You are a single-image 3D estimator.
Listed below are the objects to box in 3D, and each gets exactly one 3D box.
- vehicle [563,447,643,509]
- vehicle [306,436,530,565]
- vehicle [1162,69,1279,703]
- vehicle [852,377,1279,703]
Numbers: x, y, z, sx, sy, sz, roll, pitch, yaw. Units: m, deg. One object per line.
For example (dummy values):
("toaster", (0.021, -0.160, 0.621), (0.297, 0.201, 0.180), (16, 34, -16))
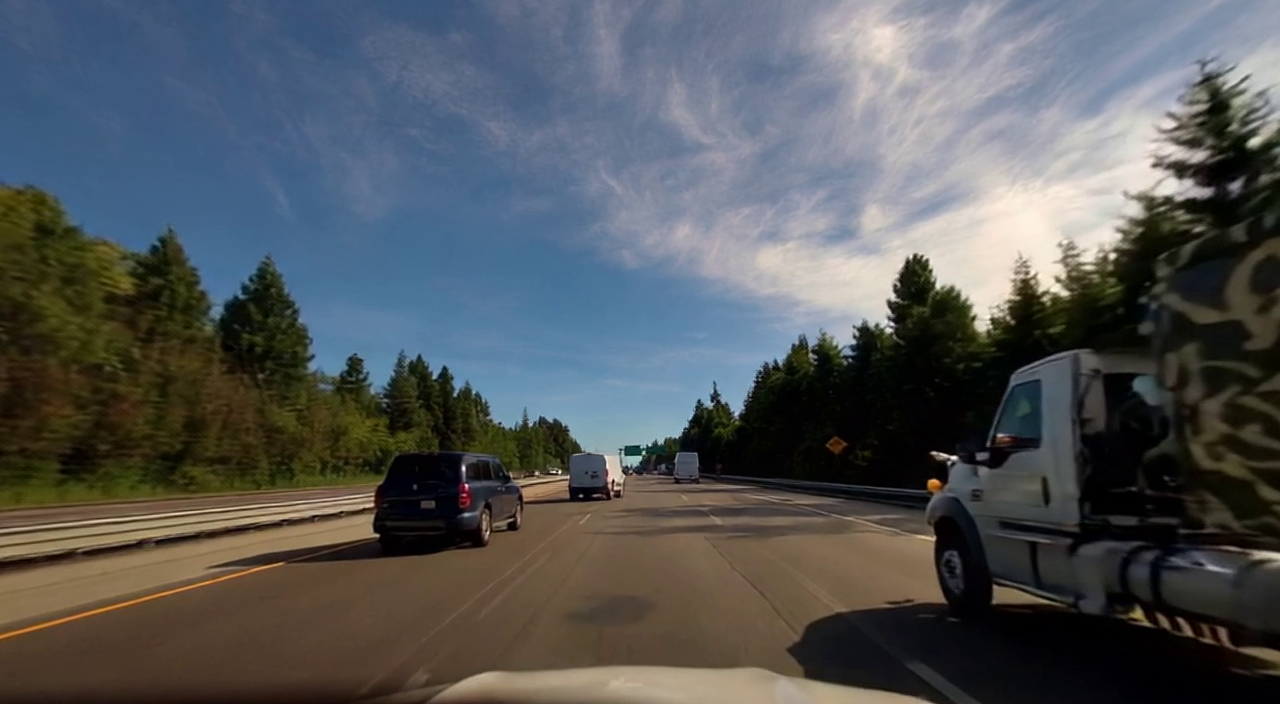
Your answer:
("vehicle", (-1.180, 4.515, 22.792), (2.378, 1.930, 5.086), (0, -11, 2))
("vehicle", (-3.356, 2.382, 10.623), (2.124, 1.671, 4.262), (1, -11, 1))
("vehicle", (4.049, -0.056, 0.471), (2.703, 2.988, 5.097), (1, -11, -1))
("vehicle", (3.996, 1.520, 6.008), (2.157, 1.840, 4.999), (1, -11, 0))
